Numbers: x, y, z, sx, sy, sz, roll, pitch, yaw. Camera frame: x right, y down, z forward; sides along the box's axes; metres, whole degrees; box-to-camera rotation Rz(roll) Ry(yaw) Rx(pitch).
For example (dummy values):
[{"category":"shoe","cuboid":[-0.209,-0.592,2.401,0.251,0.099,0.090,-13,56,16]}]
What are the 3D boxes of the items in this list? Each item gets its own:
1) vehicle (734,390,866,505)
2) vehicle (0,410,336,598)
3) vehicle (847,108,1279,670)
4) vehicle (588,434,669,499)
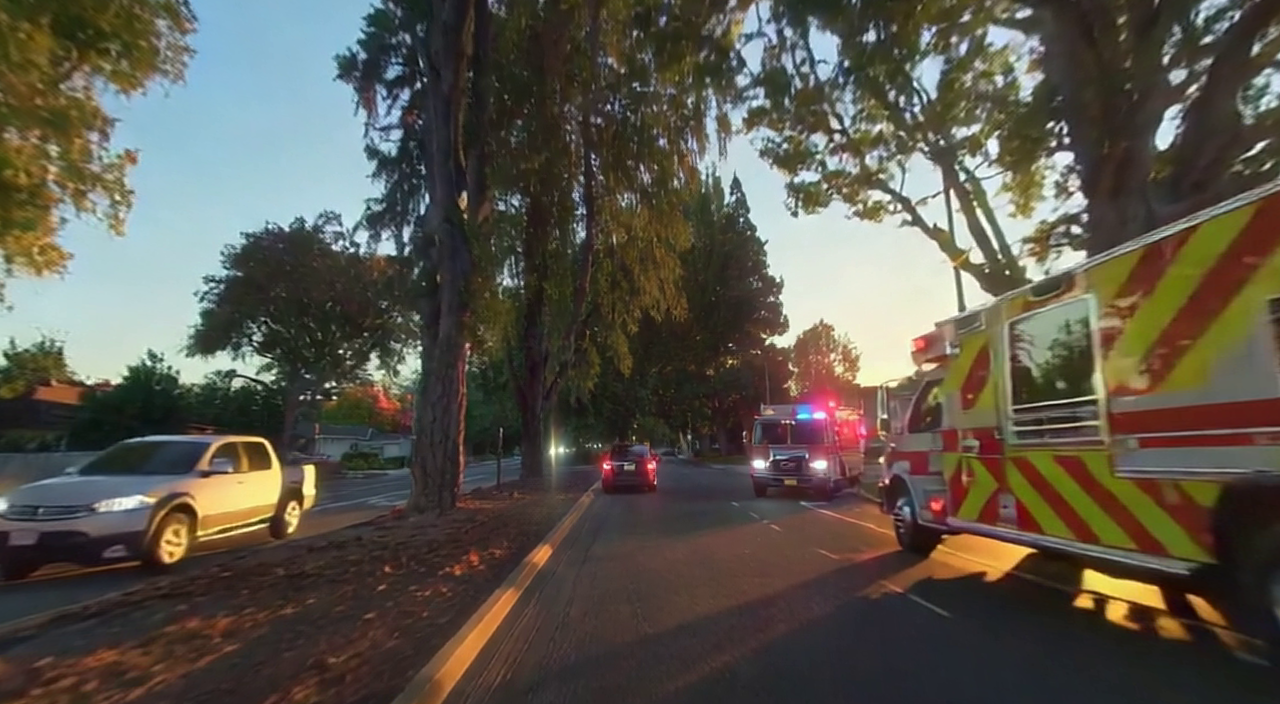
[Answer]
[{"category":"vehicle","cuboid":[5.017,2.887,19.020,2.654,2.824,5.794,-7,-10,23]},{"category":"vehicle","cuboid":[-6.468,1.894,8.894,2.165,1.876,4.903,0,-8,-3]},{"category":"vehicle","cuboid":[5.113,0.578,5.822,2.885,3.246,9.408,0,-10,-2]},{"category":"vehicle","cuboid":[-0.271,3.273,18.420,2.106,1.655,3.717,0,-8,1]}]
